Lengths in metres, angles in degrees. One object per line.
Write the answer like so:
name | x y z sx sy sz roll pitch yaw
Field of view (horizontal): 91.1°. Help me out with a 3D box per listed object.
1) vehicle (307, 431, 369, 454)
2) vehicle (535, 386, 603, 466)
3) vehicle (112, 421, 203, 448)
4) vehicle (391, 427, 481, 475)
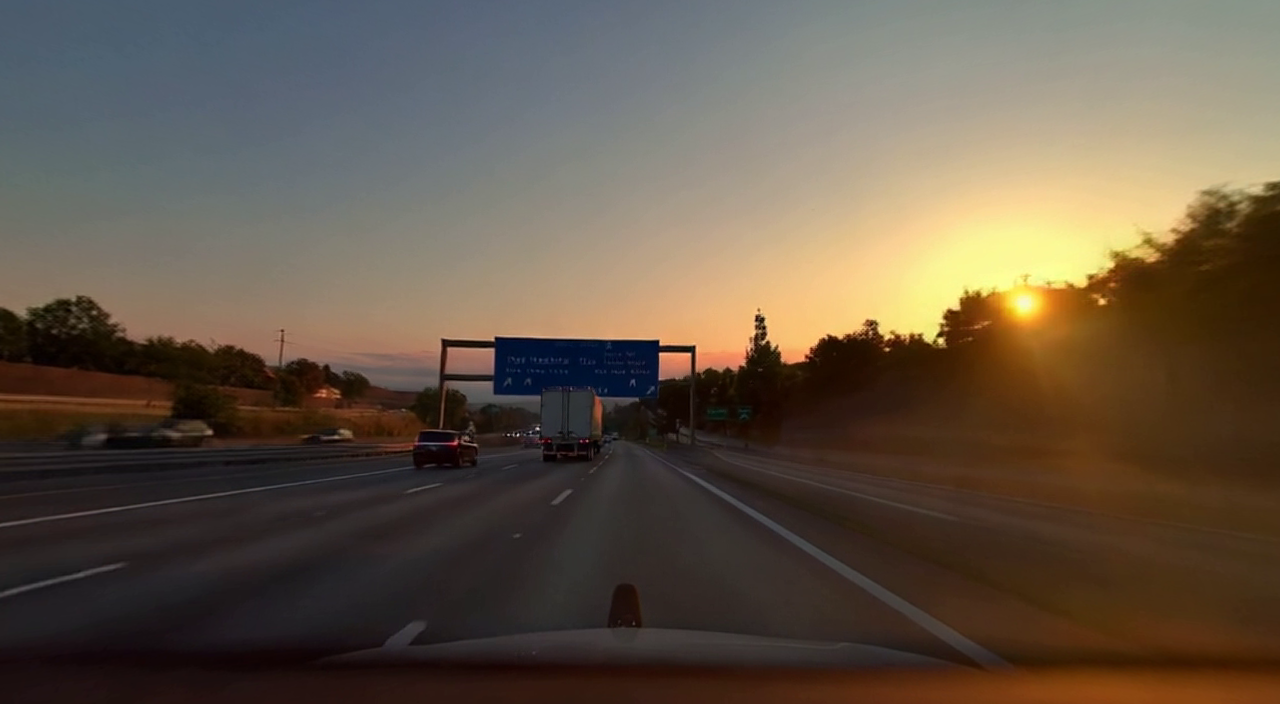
vehicle | -20.561 6.202 43.048 2.075 1.482 4.428 0 -8 0
vehicle | -3.970 4.612 37.989 3.002 3.987 12.477 -1 -8 -2
vehicle | -28.182 4.856 36.909 1.823 1.471 4.473 0 -8 0
vehicle | -7.798 3.807 24.550 2.075 1.691 4.431 0 -8 0
